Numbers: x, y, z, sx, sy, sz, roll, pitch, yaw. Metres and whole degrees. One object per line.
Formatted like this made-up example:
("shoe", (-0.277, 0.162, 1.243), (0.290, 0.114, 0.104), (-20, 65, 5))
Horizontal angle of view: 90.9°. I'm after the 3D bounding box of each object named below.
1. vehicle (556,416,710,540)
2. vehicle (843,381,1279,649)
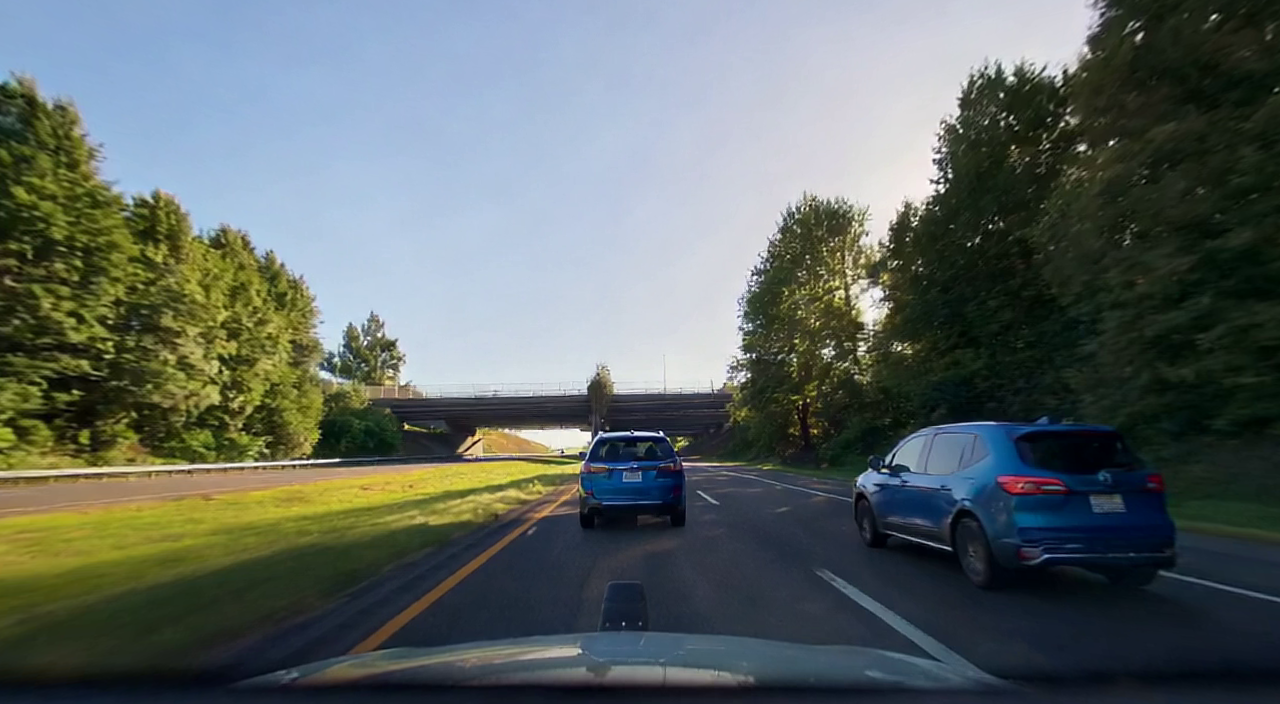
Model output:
("vehicle", (-0.123, 2.201, 11.480), (2.288, 1.823, 4.059), (0, -9, -1))
("vehicle", (3.960, 1.439, 6.577), (2.043, 1.767, 4.620), (0, -9, -1))
